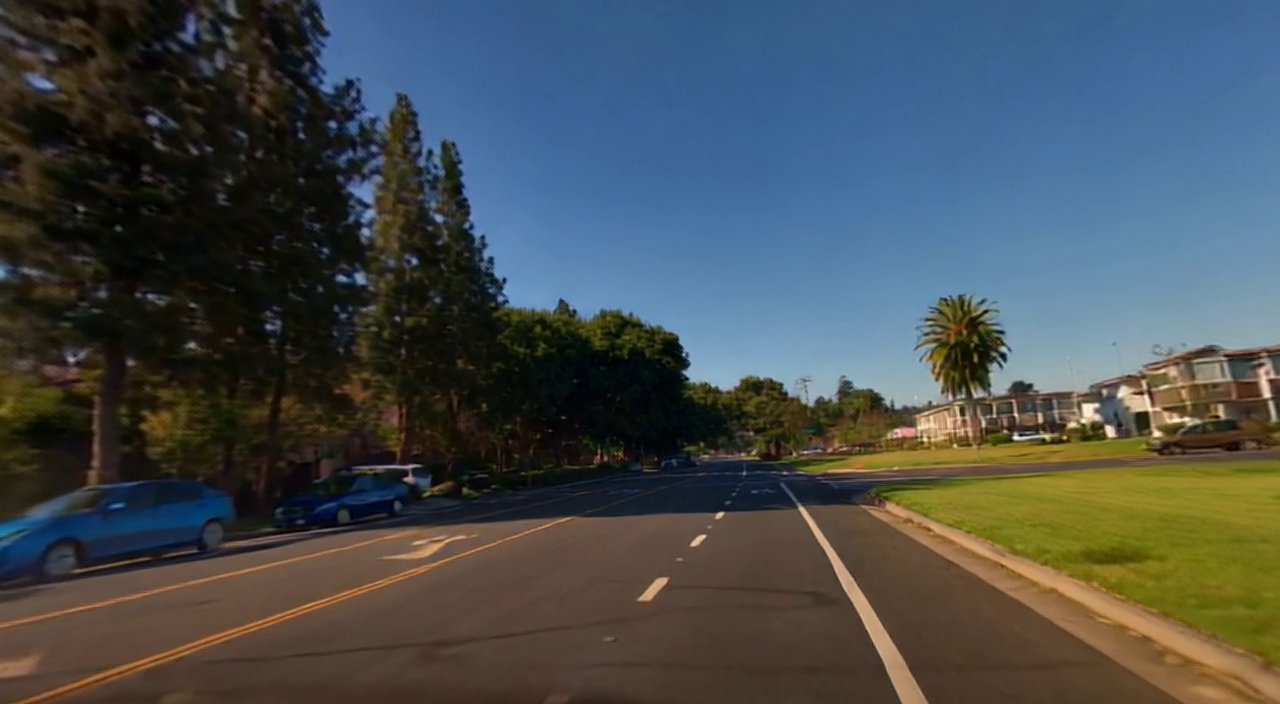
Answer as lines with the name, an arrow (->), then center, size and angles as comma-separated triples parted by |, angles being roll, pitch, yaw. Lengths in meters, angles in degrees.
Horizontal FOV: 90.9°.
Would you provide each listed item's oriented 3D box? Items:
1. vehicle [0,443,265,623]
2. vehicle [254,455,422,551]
vehicle -> -10.071, 3.154, 12.028 | 2.159, 1.959, 5.179 | -6, -1, 6
vehicle -> -8.660, 4.297, 18.596 | 2.087, 1.700, 4.467 | -6, -2, 11
